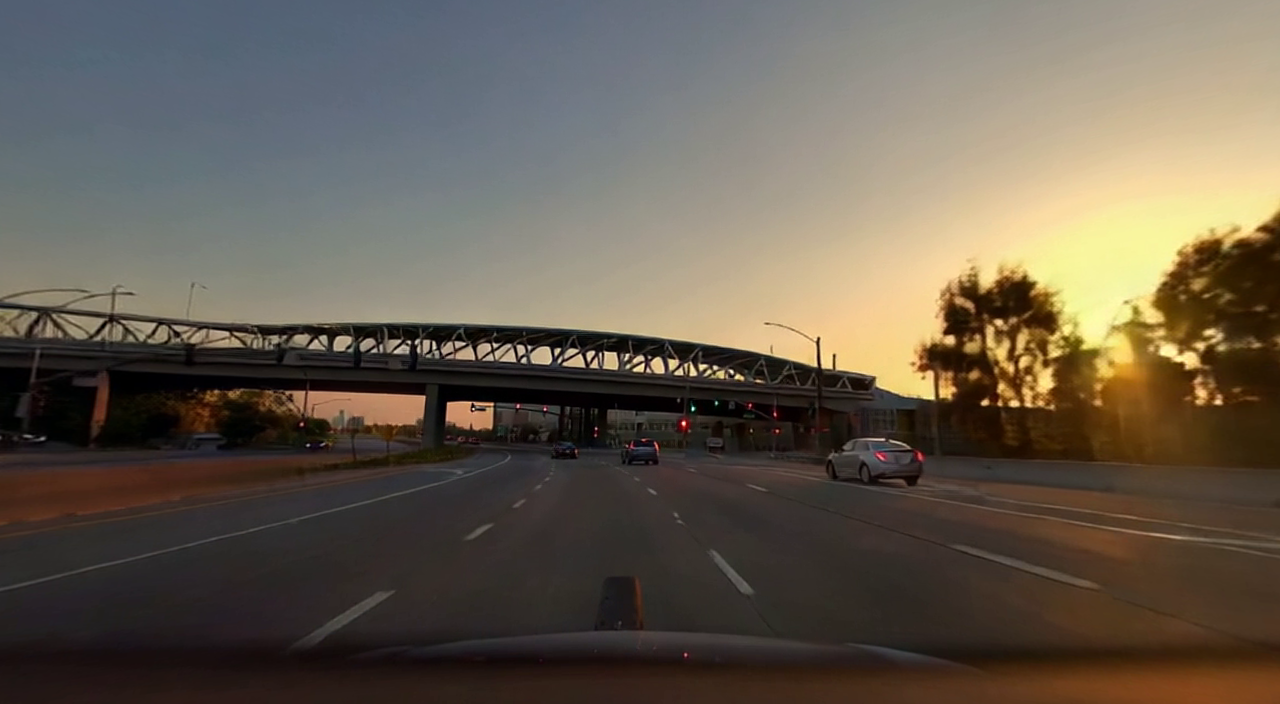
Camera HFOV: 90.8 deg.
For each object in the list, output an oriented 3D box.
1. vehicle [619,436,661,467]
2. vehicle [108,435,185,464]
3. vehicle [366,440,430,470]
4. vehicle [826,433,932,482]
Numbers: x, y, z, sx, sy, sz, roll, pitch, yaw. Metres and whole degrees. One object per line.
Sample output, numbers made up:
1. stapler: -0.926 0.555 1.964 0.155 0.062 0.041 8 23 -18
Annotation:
1. vehicle: -0.047 6.069 38.665 2.024 1.724 3.928 1 -9 -8
2. vehicle: -31.197 6.158 40.089 1.851 1.700 4.087 1 -9 -7
3. vehicle: -14.159 6.012 37.236 2.399 1.624 4.585 1 -8 -6
4. vehicle: 9.383 4.164 25.310 2.130 1.741 4.665 0 -8 -4
